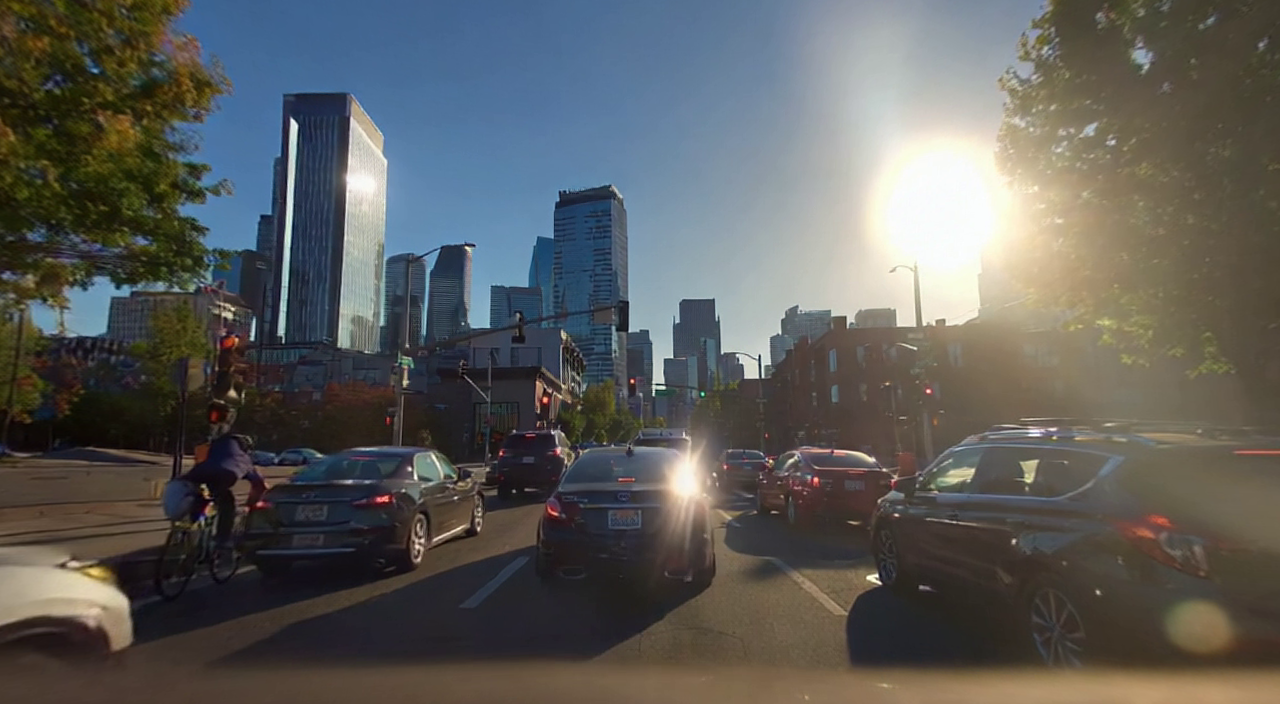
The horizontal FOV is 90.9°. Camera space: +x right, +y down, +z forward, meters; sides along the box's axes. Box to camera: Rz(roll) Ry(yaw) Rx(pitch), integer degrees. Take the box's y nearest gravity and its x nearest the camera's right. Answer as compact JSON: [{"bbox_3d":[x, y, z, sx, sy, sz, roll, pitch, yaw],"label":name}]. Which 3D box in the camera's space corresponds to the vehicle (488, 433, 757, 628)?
[{"bbox_3d":[-0.132,1.636,6.735,2.031,1.461,3.763,0,-8,0],"label":"vehicle"}]

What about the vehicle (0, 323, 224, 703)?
[{"bbox_3d":[-3.088,0.589,0.681,2.181,1.723,4.550,0,-8,-1],"label":"vehicle"}]

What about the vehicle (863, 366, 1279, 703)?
[{"bbox_3d":[3.350,1.160,4.180,2.179,1.631,4.173,0,-8,0],"label":"vehicle"}]

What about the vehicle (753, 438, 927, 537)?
[{"bbox_3d":[3.576,2.486,12.317,1.973,1.537,4.533,0,-8,1],"label":"vehicle"}]

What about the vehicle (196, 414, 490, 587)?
[{"bbox_3d":[-3.564,1.842,8.724,2.046,1.744,4.407,0,-8,-2],"label":"vehicle"}]
